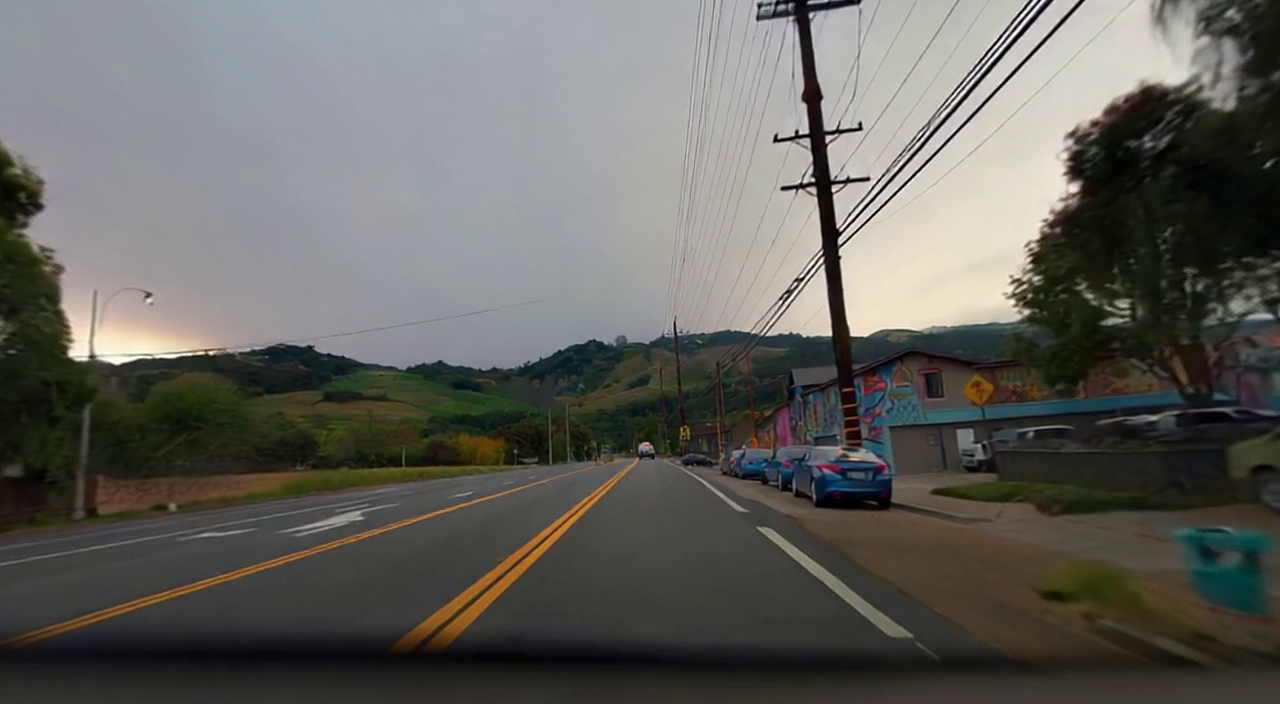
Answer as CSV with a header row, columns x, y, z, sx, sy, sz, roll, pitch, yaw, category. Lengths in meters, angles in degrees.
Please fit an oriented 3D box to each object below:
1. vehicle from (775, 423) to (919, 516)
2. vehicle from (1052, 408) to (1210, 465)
x,y,z,sx,sy,sz,roll,pitch,yaw,category
5.266,3.117,16.870,2.072,1.889,4.468,-7,-10,-2,vehicle
16.569,2.981,21.675,1.837,1.533,4.388,-6,-11,1,vehicle
